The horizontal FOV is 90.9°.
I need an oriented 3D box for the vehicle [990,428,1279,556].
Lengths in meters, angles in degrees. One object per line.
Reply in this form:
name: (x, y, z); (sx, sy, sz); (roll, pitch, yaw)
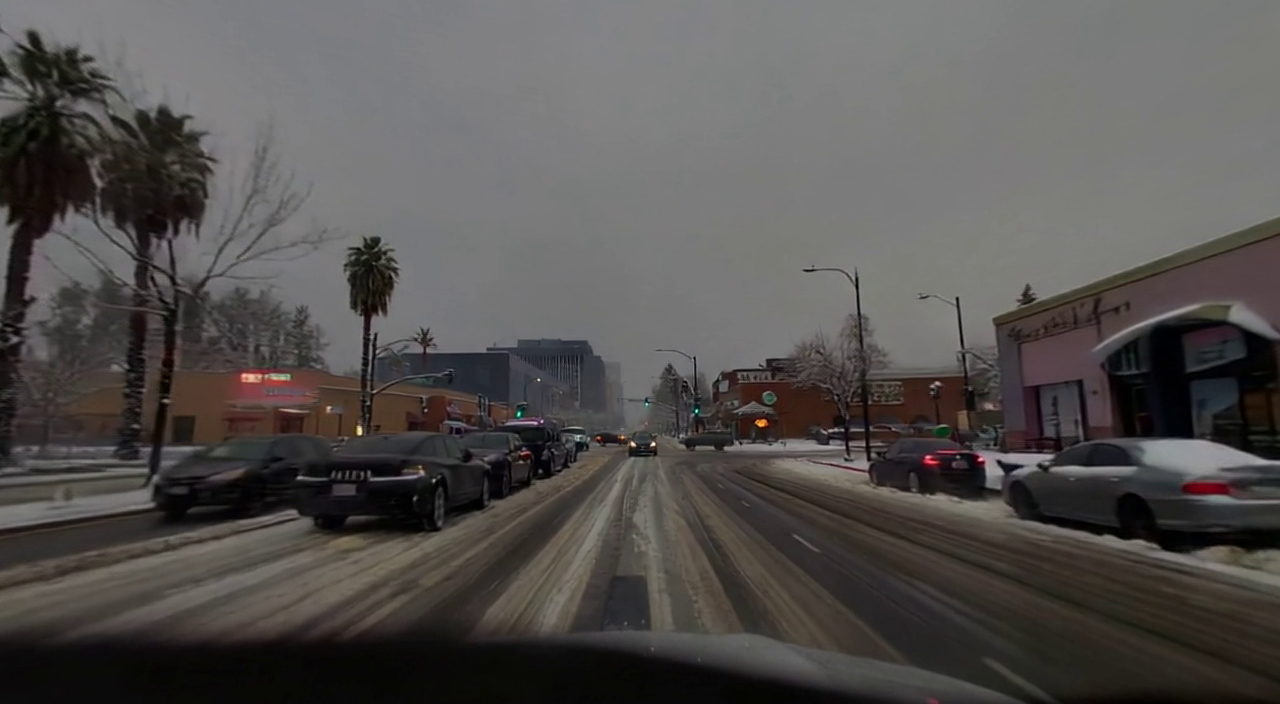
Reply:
vehicle: (7.774, 2.049, 9.964); (1.985, 1.549, 4.404); (0, -9, 1)

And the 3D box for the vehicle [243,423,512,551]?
vehicle: (-3.537, 1.919, 9.698); (2.044, 1.462, 4.624); (0, -9, 2)

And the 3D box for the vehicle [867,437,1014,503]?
vehicle: (7.744, 3.060, 16.775); (1.888, 1.496, 4.294); (0, -9, 2)

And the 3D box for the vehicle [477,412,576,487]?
vehicle: (-3.333, 2.999, 19.513); (2.158, 2.040, 4.511); (0, -9, 0)

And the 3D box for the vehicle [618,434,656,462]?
vehicle: (-0.146, 5.571, 36.468); (2.092, 1.497, 4.446); (0, -9, 0)

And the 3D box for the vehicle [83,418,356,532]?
vehicle: (-6.663, 1.984, 10.680); (1.668, 1.525, 4.168); (0, -9, 1)
